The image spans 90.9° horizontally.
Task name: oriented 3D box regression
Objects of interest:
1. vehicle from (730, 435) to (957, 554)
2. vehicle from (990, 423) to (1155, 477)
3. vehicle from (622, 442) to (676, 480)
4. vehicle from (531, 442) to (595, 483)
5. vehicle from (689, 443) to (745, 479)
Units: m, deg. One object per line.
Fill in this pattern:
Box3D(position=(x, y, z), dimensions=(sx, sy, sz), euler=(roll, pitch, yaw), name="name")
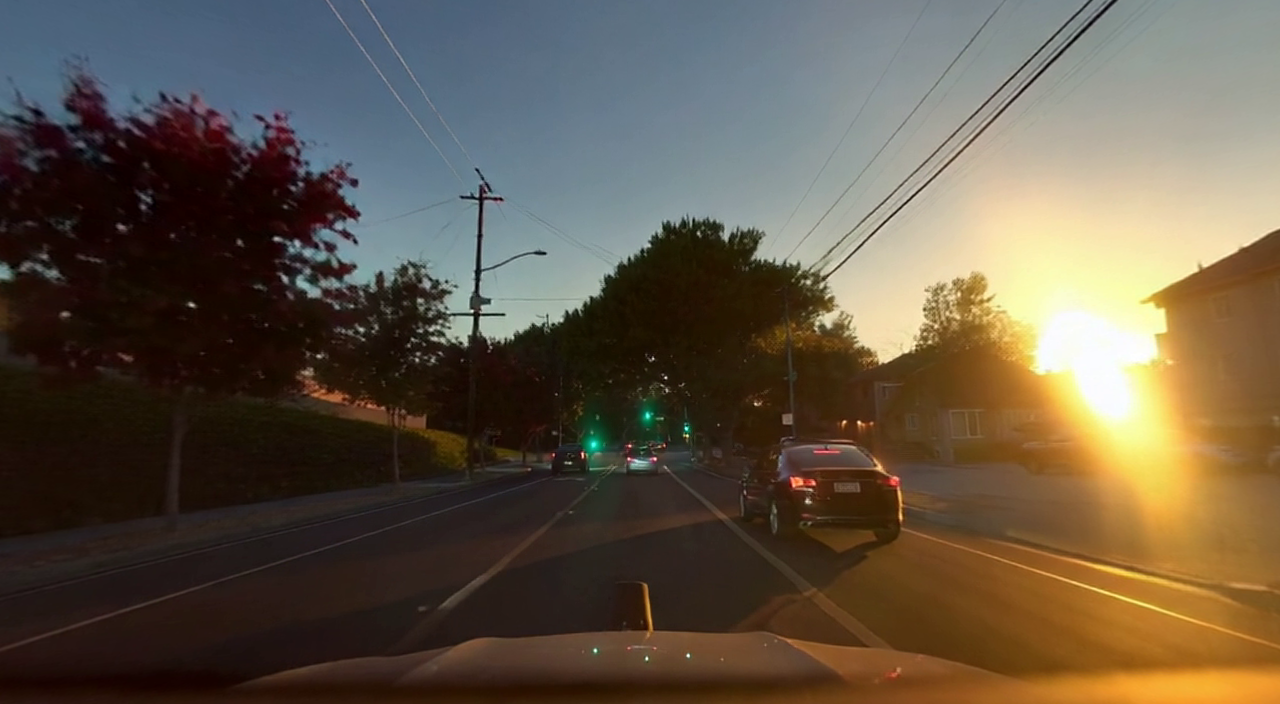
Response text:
Box3D(position=(2.904, 2.130, 10.258), dimensions=(2.158, 1.483, 4.415), euler=(0, -8, -1), name="vehicle")
Box3D(position=(16.607, 3.870, 24.722), dimensions=(2.478, 1.836, 5.409), euler=(0, -9, -2), name="vehicle")
Box3D(position=(0.334, 4.574, 26.794), dimensions=(2.101, 1.467, 4.210), euler=(0, -8, 0), name="vehicle")
Box3D(position=(-3.030, 4.467, 25.778), dimensions=(2.012, 1.505, 4.205), euler=(0, -8, 1), name="vehicle")
Box3D(position=(3.398, 4.851, 28.447), dimensions=(1.943, 1.484, 4.030), euler=(0, -8, -1), name="vehicle")
